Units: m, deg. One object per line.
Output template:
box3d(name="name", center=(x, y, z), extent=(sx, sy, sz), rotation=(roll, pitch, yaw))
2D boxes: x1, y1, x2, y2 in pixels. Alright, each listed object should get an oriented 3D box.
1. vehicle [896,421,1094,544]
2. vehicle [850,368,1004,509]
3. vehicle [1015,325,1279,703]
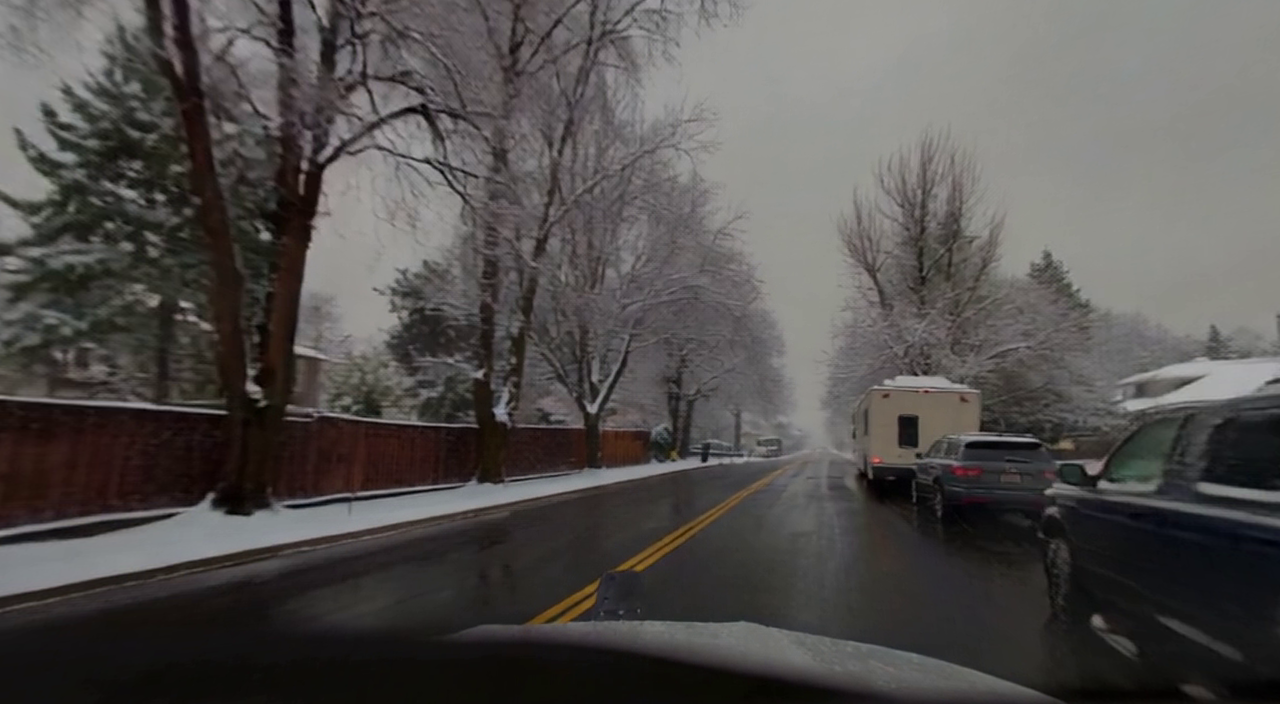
box3d(name="vehicle", center=(6.210, 2.278, 11.729), extent=(1.980, 1.782, 4.627), rotation=(-2, -9, 14))
box3d(name="vehicle", center=(8.941, 2.941, 21.183), extent=(3.052, 3.440, 11.052), rotation=(-3, -9, 16))
box3d(name="vehicle", center=(3.737, 0.850, 2.744), extent=(2.182, 1.785, 5.726), rotation=(-1, -7, 16))
